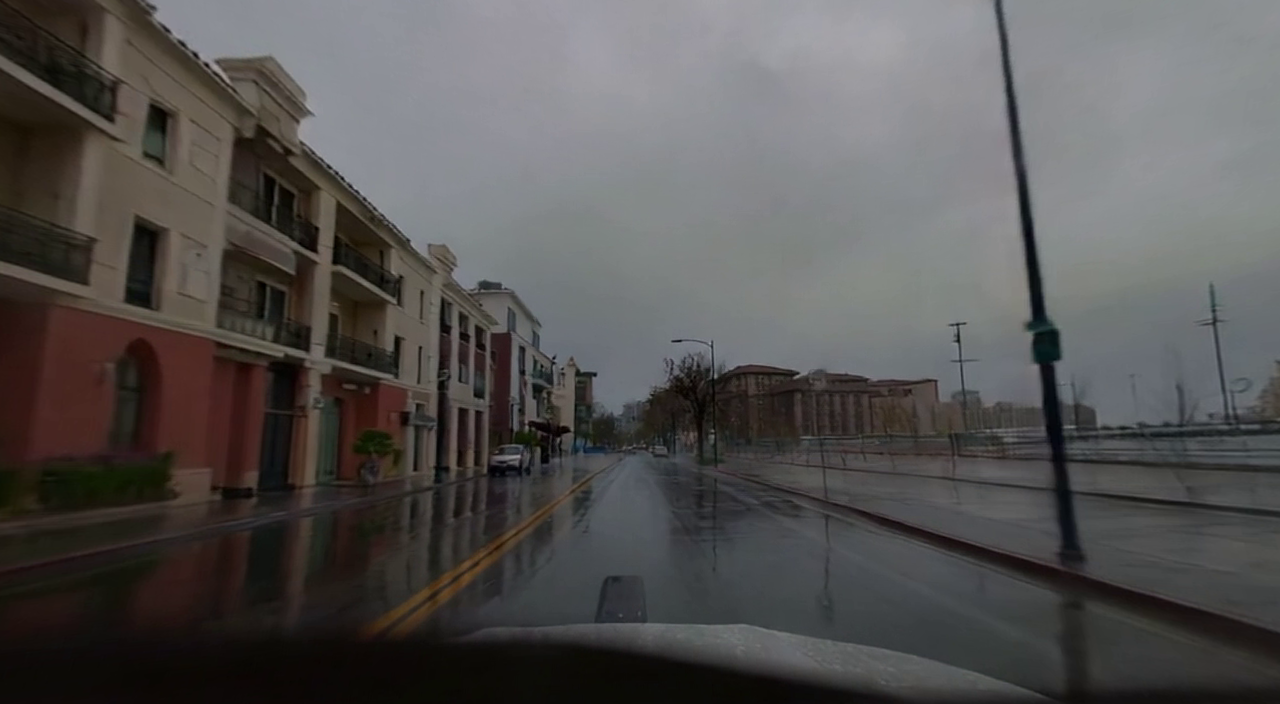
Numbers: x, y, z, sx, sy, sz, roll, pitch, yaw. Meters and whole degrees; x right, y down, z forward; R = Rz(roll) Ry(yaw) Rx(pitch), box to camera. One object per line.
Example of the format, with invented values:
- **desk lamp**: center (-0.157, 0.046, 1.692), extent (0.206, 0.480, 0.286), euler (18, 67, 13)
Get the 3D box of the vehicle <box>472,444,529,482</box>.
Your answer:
- **vehicle**: center (-6.892, 5.504, 31.618), extent (1.946, 1.640, 4.430), euler (-2, -9, -1)
